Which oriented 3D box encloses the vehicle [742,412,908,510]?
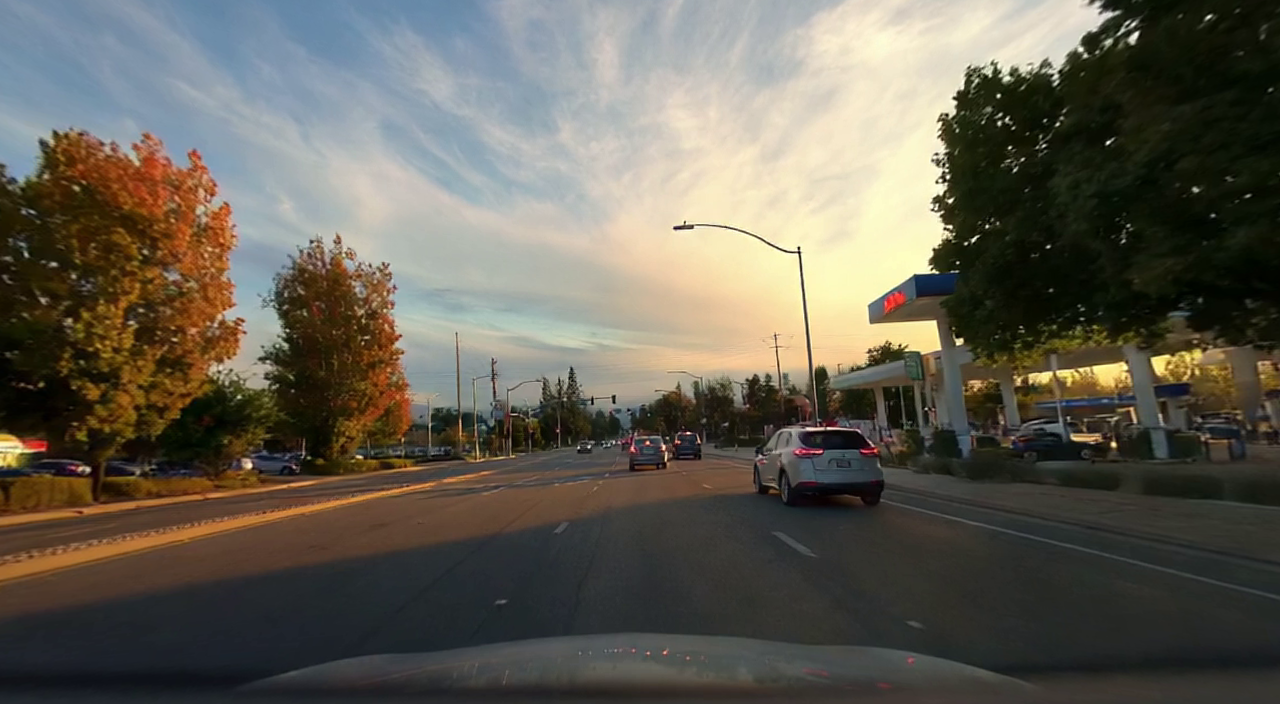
[{"bbox_3d":[3.816,2.374,14.195,2.116,1.791,5.006,0,-8,-1],"label":"vehicle"}]

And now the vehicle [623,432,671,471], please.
[{"bbox_3d":[0.264,4.781,30.425,2.164,1.718,3.881,0,-8,-1],"label":"vehicle"}]

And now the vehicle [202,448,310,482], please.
[{"bbox_3d":[-24.321,7.133,40.270,2.100,1.937,5.517,-4,-9,26],"label":"vehicle"}]

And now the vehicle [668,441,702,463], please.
[{"bbox_3d":[2.884,6.497,41.162,1.822,1.331,3.583,0,-8,-2],"label":"vehicle"}]

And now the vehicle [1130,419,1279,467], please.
[{"bbox_3d":[25.099,4.077,28.242,2.272,1.731,5.051,-6,-9,0],"label":"vehicle"}]

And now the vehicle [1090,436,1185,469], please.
[{"bbox_3d":[22.310,4.525,28.480,1.498,1.323,3.303,-2,-9,-1],"label":"vehicle"}]

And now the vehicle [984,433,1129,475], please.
[{"bbox_3d":[15.694,3.849,23.971,4.165,1.517,1.795,0,-8,0],"label":"vehicle"}]
